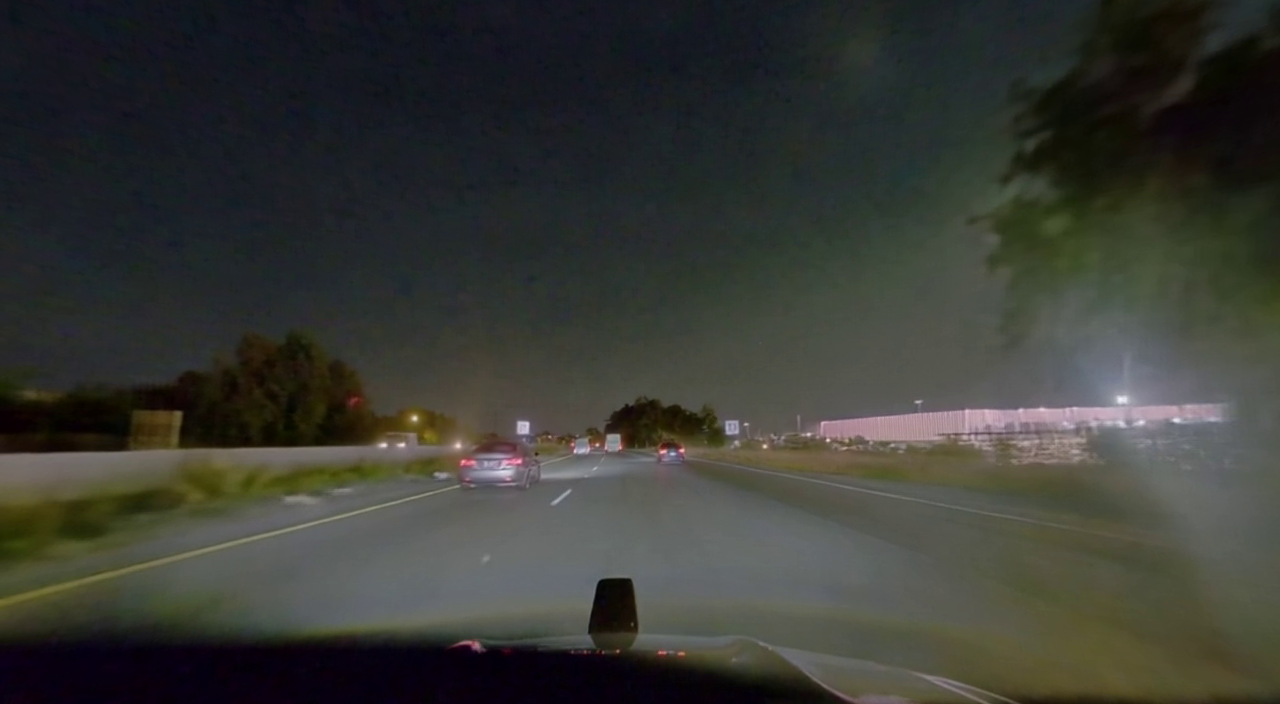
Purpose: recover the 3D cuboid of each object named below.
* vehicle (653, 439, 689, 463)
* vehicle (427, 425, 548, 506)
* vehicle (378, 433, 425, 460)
[{"bbox_3d":[2.184,7.155,45.522,2.078,1.608,3.982,0,-8,-6],"label":"vehicle"},{"bbox_3d":[-3.651,2.806,16.010,2.080,1.733,4.410,0,-8,-1],"label":"vehicle"},{"bbox_3d":[-18.578,7.359,49.228,2.115,1.986,4.769,0,-8,-4],"label":"vehicle"}]
